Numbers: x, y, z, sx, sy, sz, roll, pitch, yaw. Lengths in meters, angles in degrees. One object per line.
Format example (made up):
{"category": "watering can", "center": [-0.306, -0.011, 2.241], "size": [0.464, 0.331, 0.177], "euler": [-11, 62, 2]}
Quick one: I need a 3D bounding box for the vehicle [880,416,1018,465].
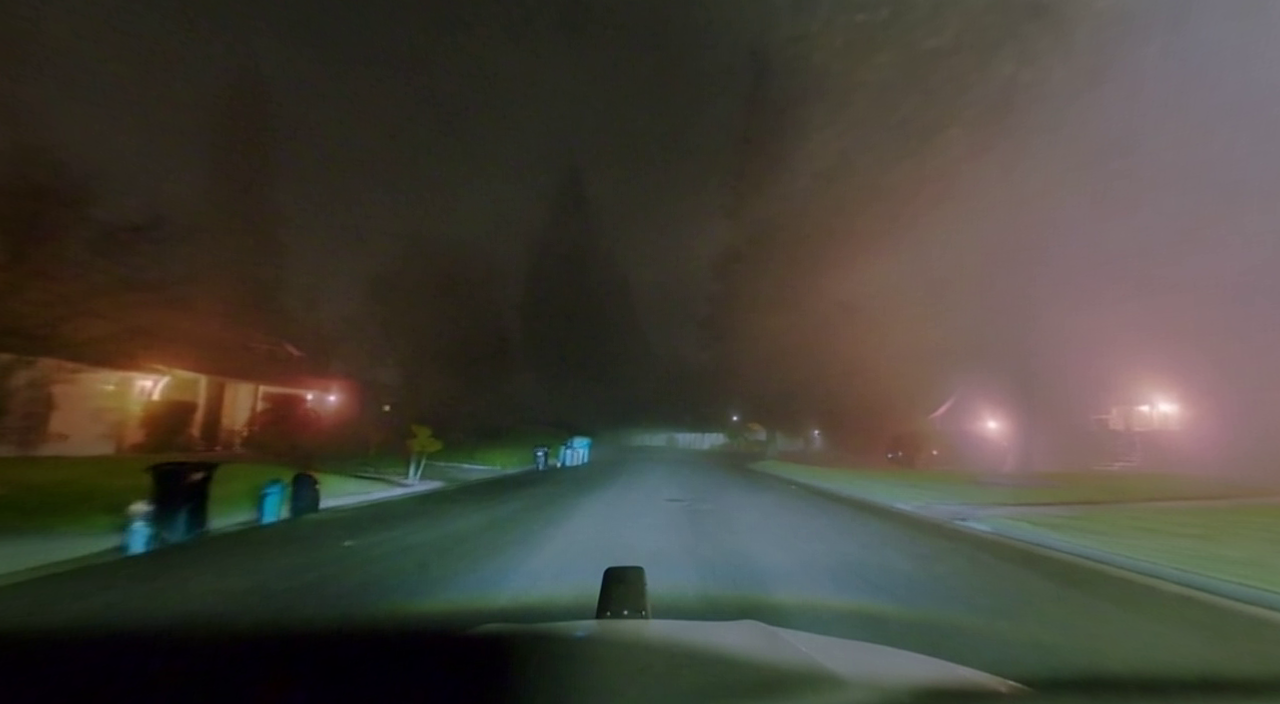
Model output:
{"category": "vehicle", "center": [12.534, 3.632, 25.737], "size": [4.581, 1.853, 2.024], "euler": [2, -8, -7]}
